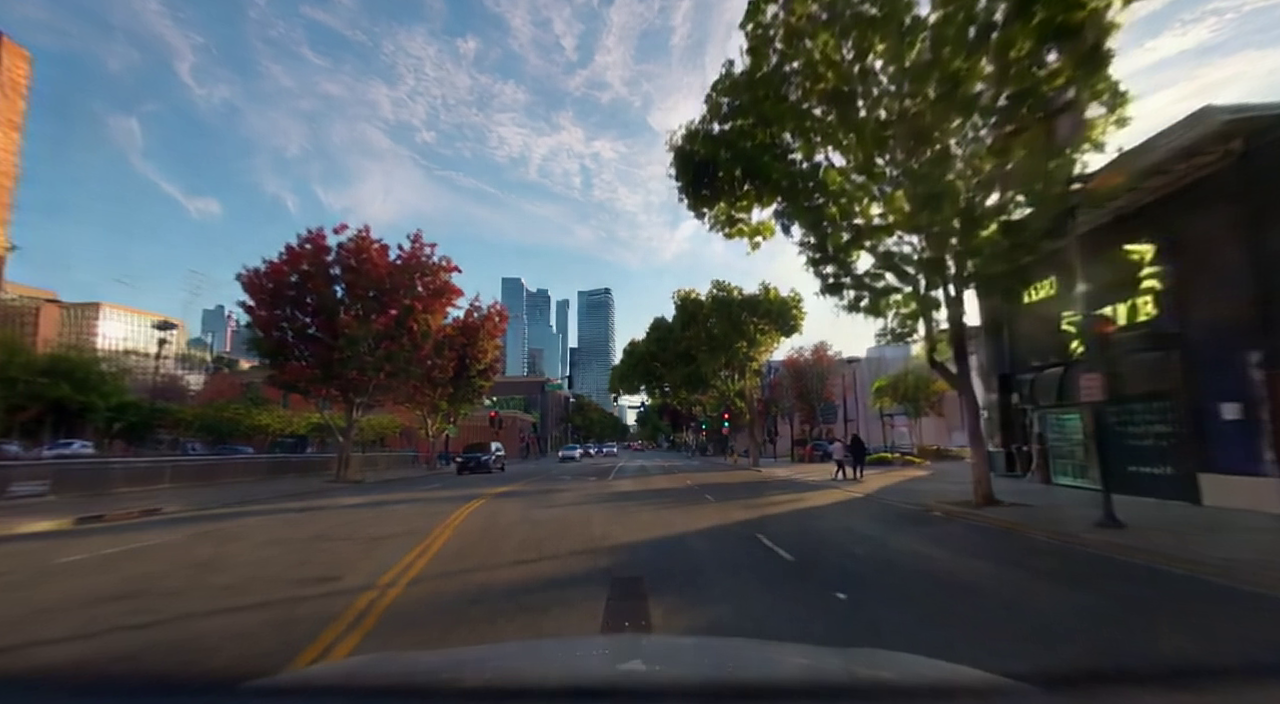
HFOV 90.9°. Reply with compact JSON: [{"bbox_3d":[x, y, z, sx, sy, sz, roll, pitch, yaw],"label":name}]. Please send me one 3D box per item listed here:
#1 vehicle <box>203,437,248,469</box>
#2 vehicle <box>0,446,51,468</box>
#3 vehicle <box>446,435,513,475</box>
[{"bbox_3d":[-26.328,6.381,39.943,2.099,1.901,4.832,6,-10,-35],"label":"vehicle"},{"bbox_3d":[-42.036,6.977,42.053,4.410,1.422,1.812,-2,-9,15],"label":"vehicle"},{"bbox_3d":[-8.385,5.435,33.470,2.242,1.919,4.922,0,-8,0],"label":"vehicle"}]
